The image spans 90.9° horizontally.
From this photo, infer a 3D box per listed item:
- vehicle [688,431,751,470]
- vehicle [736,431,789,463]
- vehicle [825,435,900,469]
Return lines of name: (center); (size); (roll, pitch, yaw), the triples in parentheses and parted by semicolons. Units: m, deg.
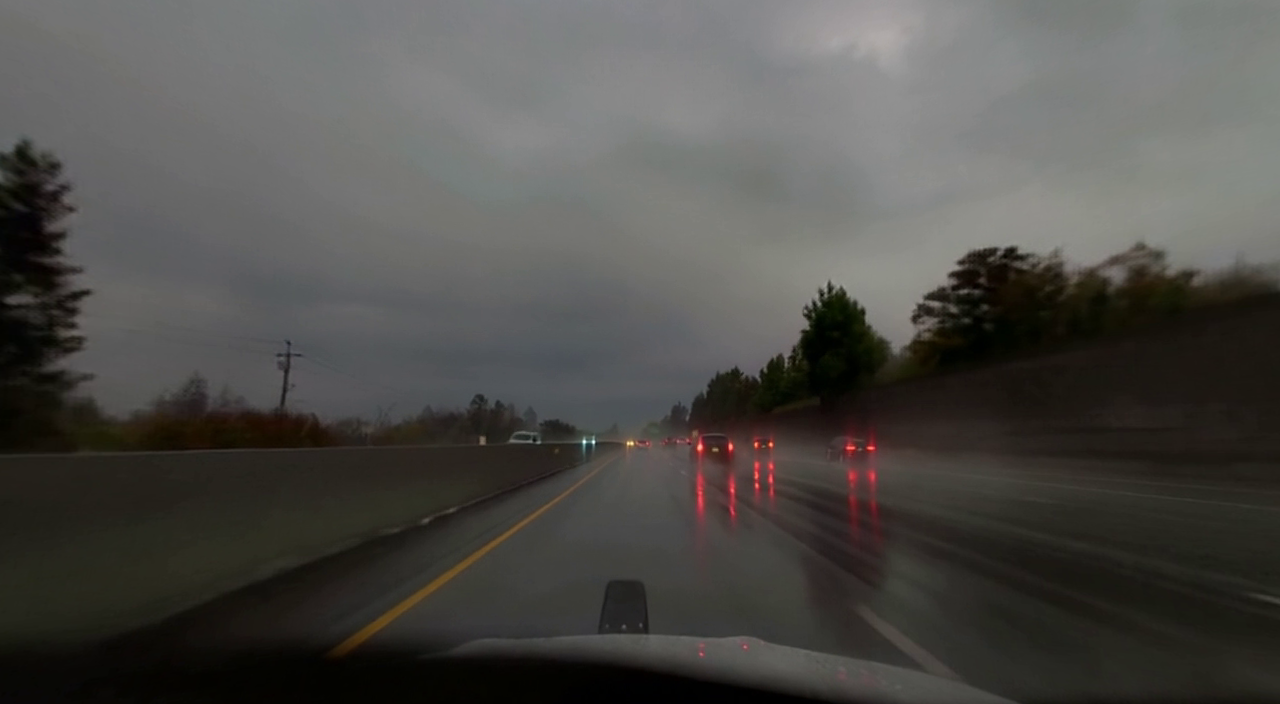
vehicle: (3.560, 4.509, 29.143); (2.326, 1.644, 4.206); (0, -8, -1)
vehicle: (7.185, 5.626, 37.403); (2.178, 1.749, 4.570); (0, -8, 0)
vehicle: (10.512, 4.744, 30.170); (1.970, 1.479, 4.480); (0, -8, 0)
